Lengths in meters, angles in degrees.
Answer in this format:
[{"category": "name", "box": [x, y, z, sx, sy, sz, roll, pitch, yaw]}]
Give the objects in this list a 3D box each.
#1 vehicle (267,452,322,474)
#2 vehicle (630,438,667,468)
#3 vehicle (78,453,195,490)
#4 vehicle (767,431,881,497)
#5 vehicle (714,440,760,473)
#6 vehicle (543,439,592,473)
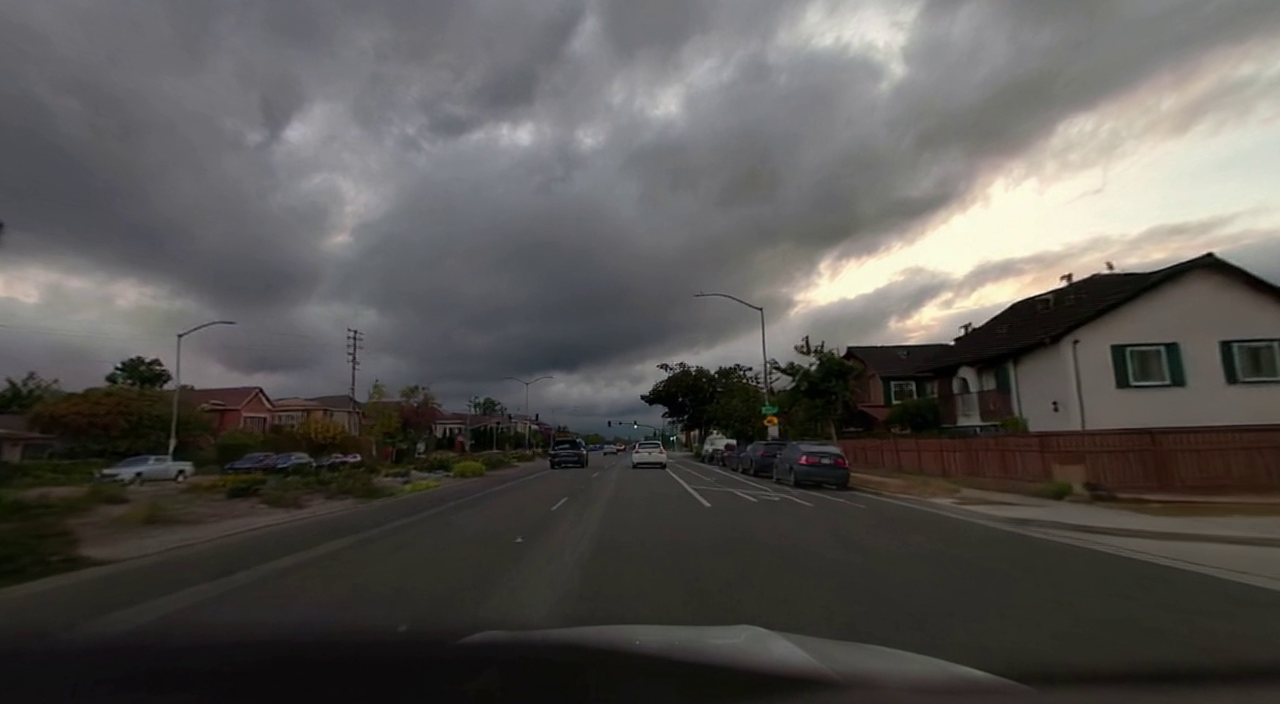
[{"category": "vehicle", "box": [-26.207, 8.389, 48.069, 1.855, 1.552, 4.092, 0, -9, -1]}, {"category": "vehicle", "box": [0.462, 6.728, 42.187, 2.273, 1.851, 5.075, 0, -9, -1]}, {"category": "vehicle", "box": [-25.933, 6.118, 32.814, 2.018, 1.721, 4.735, -1, -9, 2]}, {"category": "vehicle", "box": [5.690, 3.527, 20.278, 2.154, 1.824, 4.782, 0, -9, -1]}, {"category": "vehicle", "box": [5.518, 6.022, 36.575, 2.020, 1.762, 4.559, 0, -9, 1]}, {"category": "vehicle", "box": [-4.004, 5.814, 35.599, 2.233, 1.775, 4.491, 0, -9, 0]}]
